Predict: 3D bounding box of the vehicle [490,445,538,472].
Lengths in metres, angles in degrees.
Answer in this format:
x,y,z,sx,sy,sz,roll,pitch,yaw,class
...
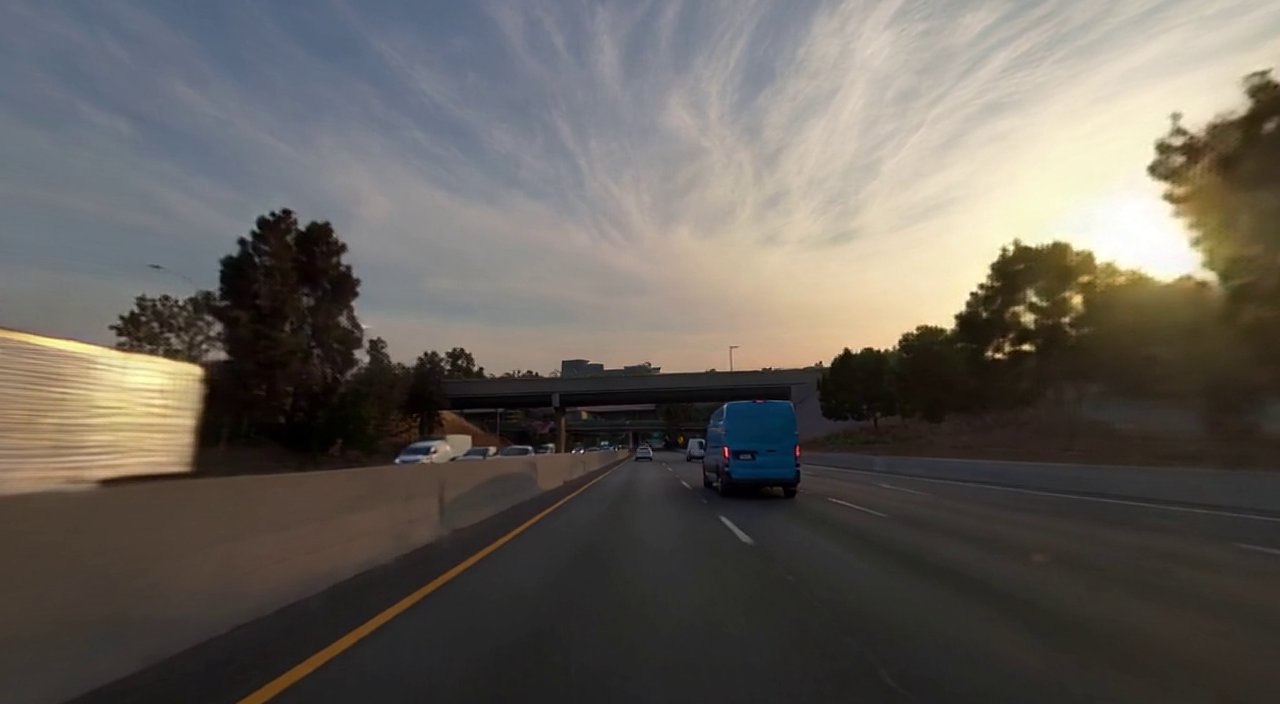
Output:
x,y,z,sx,sy,sz,roll,pitch,yaw,class
-7.356,6.273,37.265,1.902,1.496,4.320,0,-9,1,vehicle

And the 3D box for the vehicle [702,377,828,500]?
x,y,z,sx,sy,sz,roll,pitch,yaw,class
3.564,2.756,19.808,2.460,3.155,6.902,0,-9,0,vehicle

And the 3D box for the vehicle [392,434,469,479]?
x,y,z,sx,sy,sz,roll,pitch,yaw,class
-14.614,7.381,44.689,3.167,2.873,6.515,0,-9,0,vehicle

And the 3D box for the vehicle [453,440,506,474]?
x,y,z,sx,sy,sz,roll,pitch,yaw,class
-10.713,7.057,42.519,2.122,2.169,5.020,0,-9,1,vehicle

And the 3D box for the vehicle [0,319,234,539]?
x,y,z,sx,sy,sz,roll,pitch,yaw,class
-15.339,1.456,12.242,3.234,4.648,17.365,0,-9,1,vehicle
